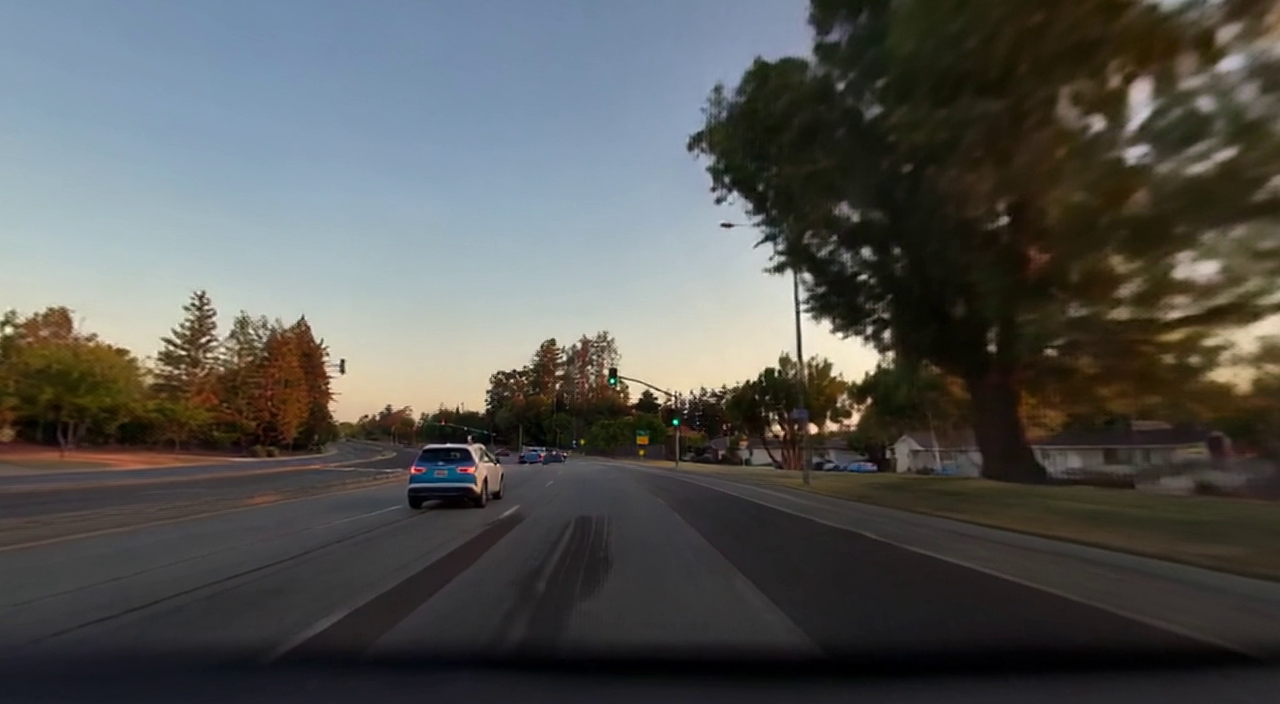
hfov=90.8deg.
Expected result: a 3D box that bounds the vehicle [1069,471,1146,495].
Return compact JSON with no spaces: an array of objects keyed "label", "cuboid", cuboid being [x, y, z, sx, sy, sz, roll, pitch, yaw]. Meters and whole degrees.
[{"label":"vehicle","cuboid":[34.185,9.586,46.388,1.933,1.489,4.403,1,-9,-8]}]

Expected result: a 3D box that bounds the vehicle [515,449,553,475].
[{"label":"vehicle","cuboid":[-6.229,6.499,37.557,1.904,1.476,3.736,0,-8,-4]}]

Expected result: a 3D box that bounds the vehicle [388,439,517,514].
[{"label":"vehicle","cuboid":[-4.617,3.106,16.350,2.098,1.613,4.606,0,-8,-3]}]
